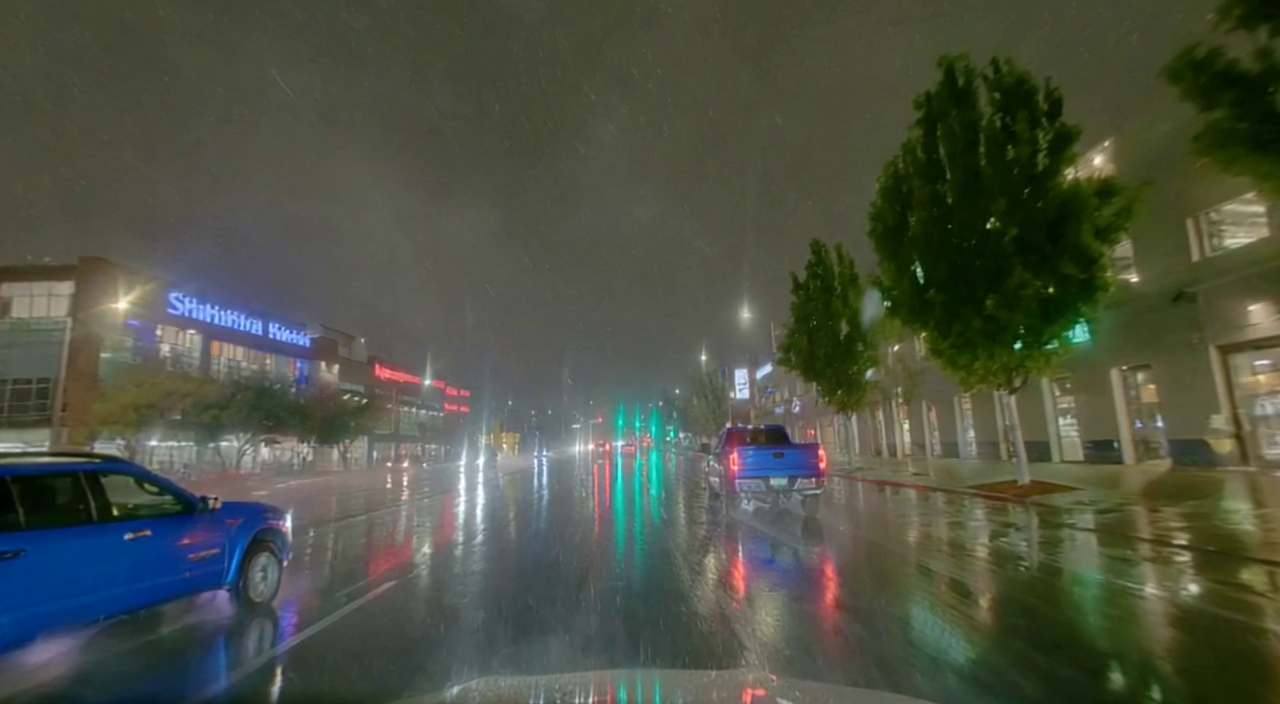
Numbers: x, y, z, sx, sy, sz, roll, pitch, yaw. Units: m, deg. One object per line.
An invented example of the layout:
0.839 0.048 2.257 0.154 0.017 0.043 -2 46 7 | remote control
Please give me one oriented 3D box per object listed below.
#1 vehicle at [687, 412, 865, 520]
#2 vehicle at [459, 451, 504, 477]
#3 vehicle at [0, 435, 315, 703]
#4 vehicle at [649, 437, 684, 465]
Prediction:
2.682 2.493 14.418 2.590 1.932 5.776 0 -8 -2 | vehicle
-9.764 6.911 39.185 1.780 1.412 4.283 0 -8 -1 | vehicle
-3.440 1.067 2.583 1.888 1.424 4.553 0 -8 -1 | vehicle
2.002 7.786 49.789 2.502 2.007 4.993 0 -8 0 | vehicle
